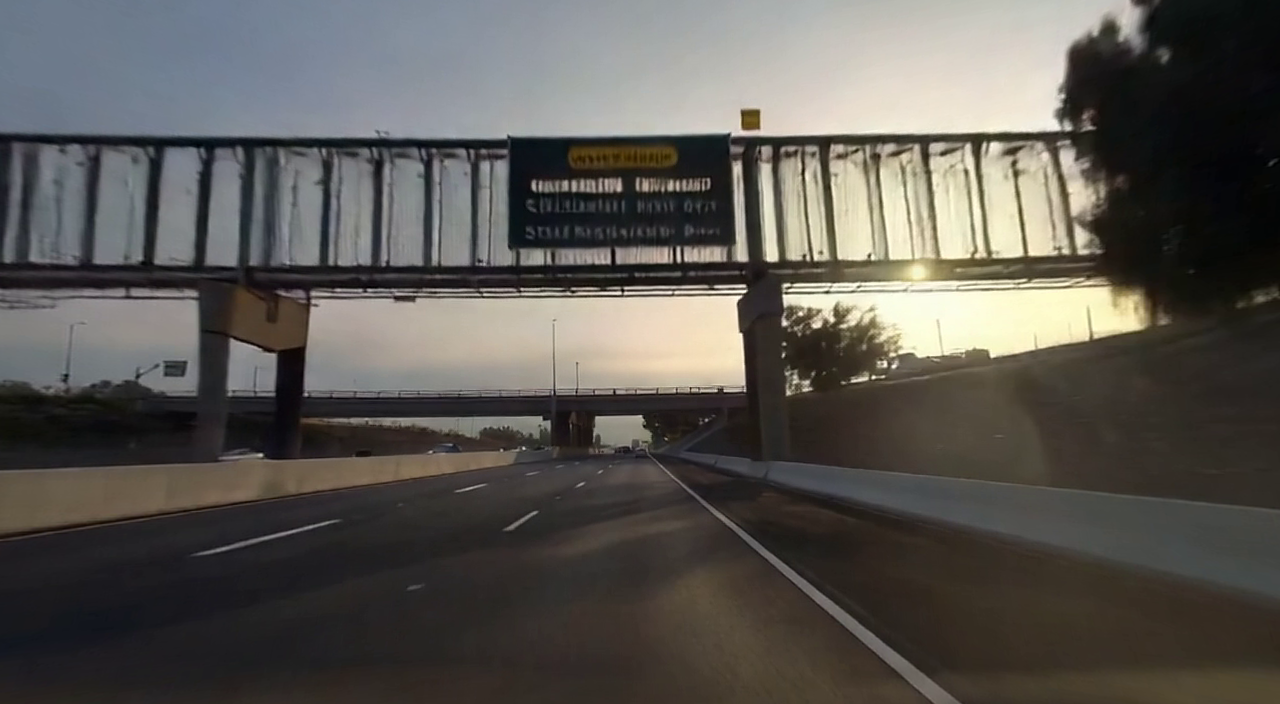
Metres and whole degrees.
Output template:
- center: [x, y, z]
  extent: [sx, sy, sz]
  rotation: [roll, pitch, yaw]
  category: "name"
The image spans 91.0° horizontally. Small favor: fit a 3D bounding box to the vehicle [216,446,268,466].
- center: [-31.198, 8.141, 49.418]
  extent: [1.631, 1.429, 3.685]
  rotation: [-1, -9, 1]
  category: "vehicle"
